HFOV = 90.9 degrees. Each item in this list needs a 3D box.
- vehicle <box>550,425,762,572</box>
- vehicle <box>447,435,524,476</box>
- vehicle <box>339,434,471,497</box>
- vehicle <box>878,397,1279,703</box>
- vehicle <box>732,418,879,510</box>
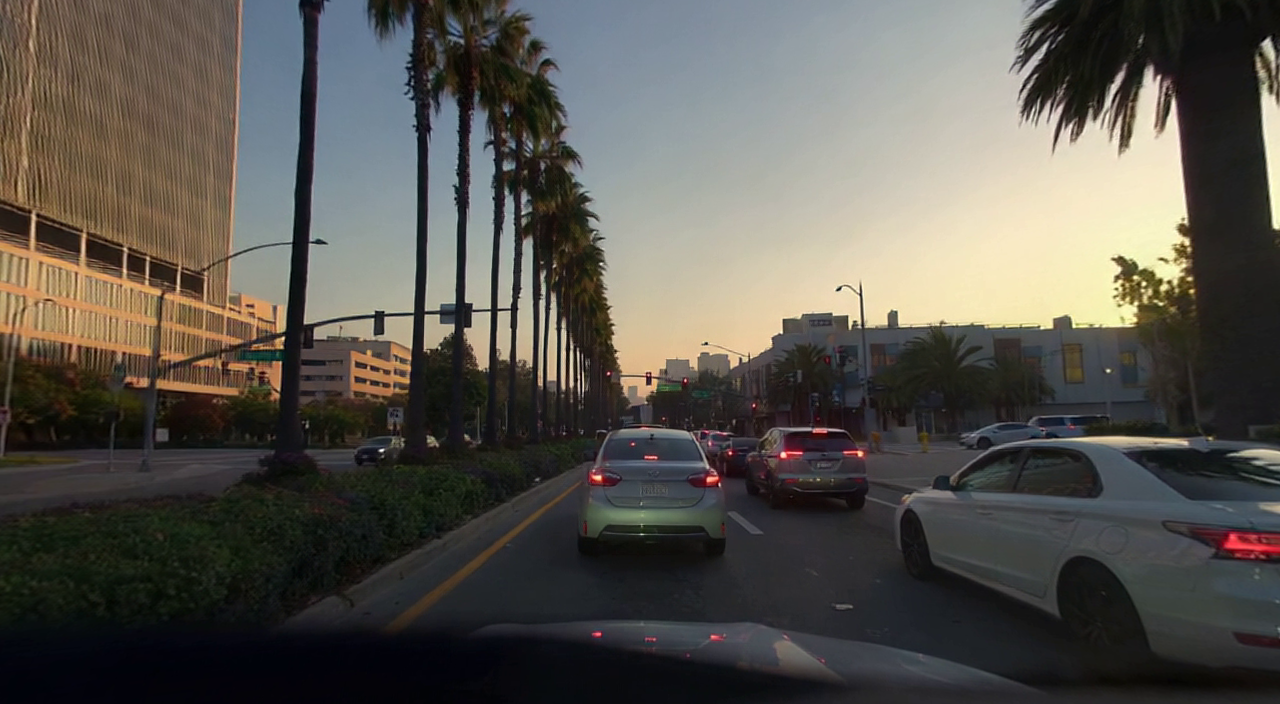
[{"bbox_3d":[0.174,1.787,8.460,2.140,1.474,4.026,0,-8,0],"label":"vehicle"},{"bbox_3d":[-6.059,4.103,25.223,1.822,1.456,4.396,-1,-8,2],"label":"vehicle"},{"bbox_3d":[-6.263,3.057,17.379,1.900,1.487,4.165,0,-8,2],"label":"vehicle"},{"bbox_3d":[3.545,1.218,4.475,1.910,1.490,4.661,0,-8,1],"label":"vehicle"},{"bbox_3d":[3.498,2.466,14.302,2.169,1.751,4.276,0,-8,0],"label":"vehicle"}]
